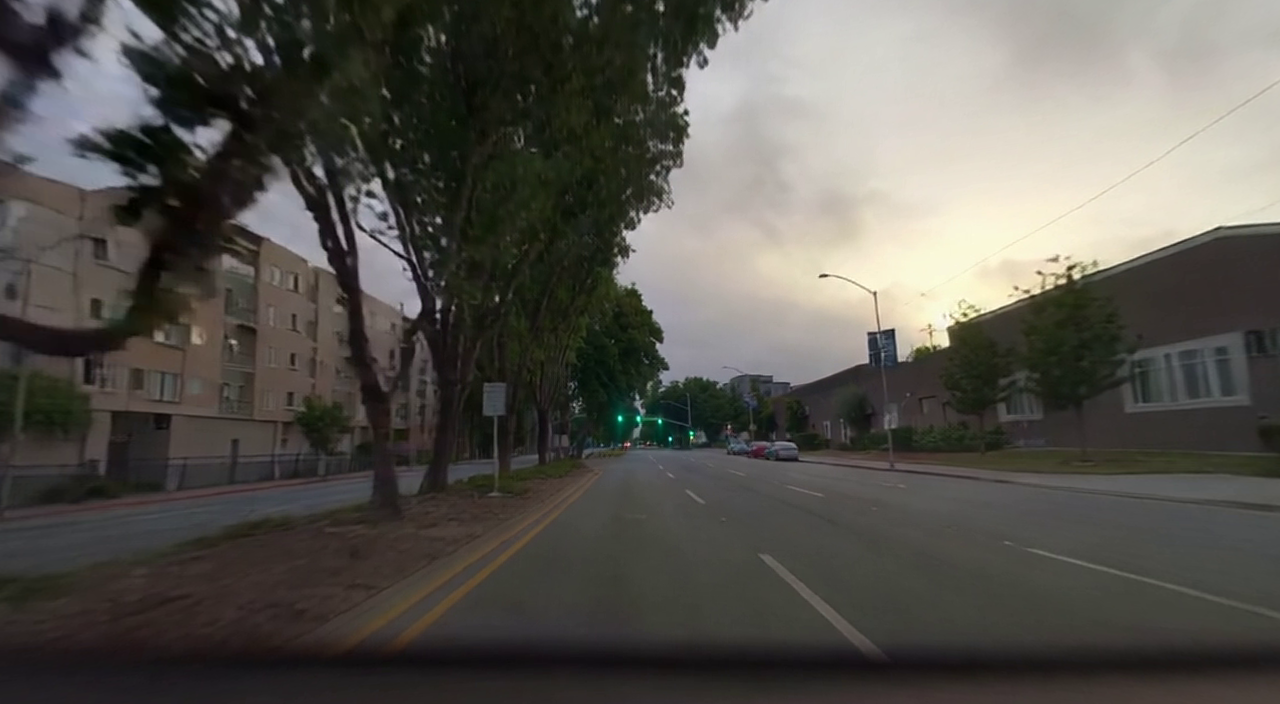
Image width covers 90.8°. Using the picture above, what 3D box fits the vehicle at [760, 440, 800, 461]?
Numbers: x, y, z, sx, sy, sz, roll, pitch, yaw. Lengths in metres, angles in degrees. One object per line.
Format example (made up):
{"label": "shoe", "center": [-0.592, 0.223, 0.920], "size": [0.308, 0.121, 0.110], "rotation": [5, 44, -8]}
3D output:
{"label": "vehicle", "center": [10.329, 7.316, 46.947], "size": [1.956, 1.462, 4.306], "rotation": [0, -9, -1]}
